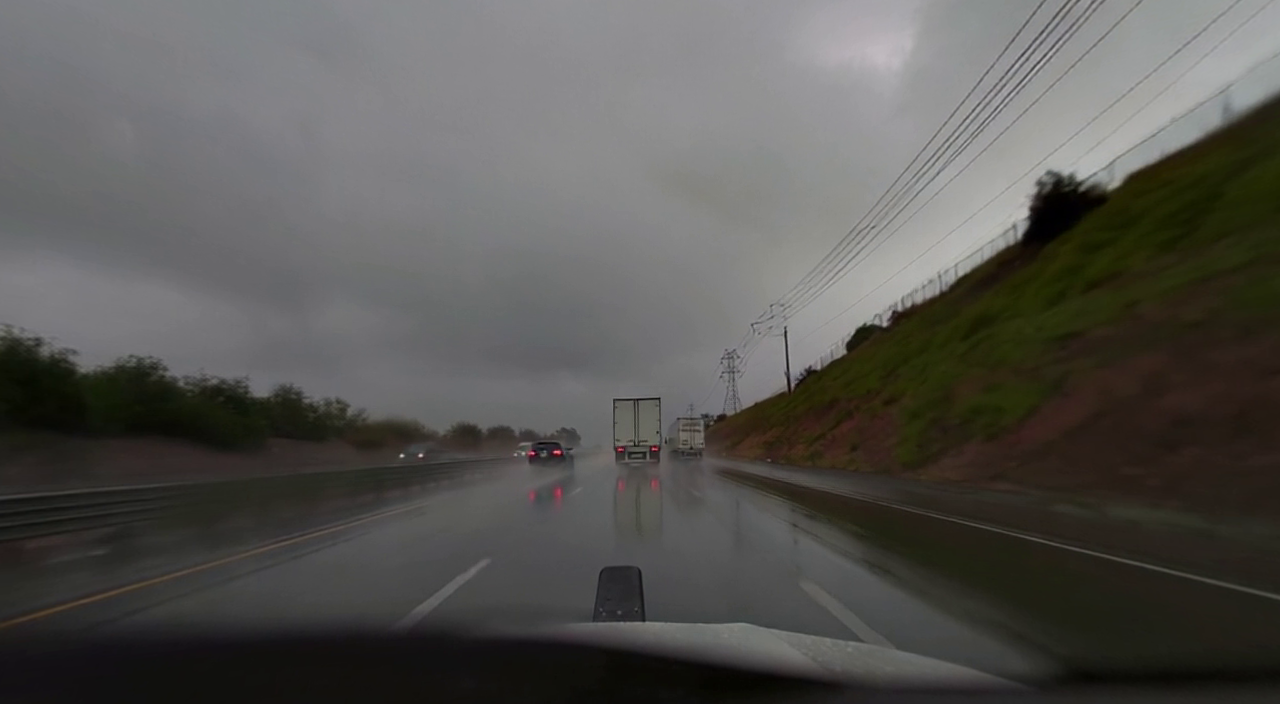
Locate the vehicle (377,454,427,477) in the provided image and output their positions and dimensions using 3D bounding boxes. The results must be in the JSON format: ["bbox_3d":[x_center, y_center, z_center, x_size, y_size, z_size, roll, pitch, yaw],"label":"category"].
[{"bbox_3d":[-17.285,8.239,46.067,1.870,1.513,4.752,0,-9,-1],"label":"vehicle"}]

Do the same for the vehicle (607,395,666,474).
[{"bbox_3d":[-0.133,5.042,37.626,2.985,4.025,10.982,0,-9,1],"label":"vehicle"}]

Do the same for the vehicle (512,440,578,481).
[{"bbox_3d":[-4.127,4.812,28.224,2.170,1.657,4.573,0,-9,1],"label":"vehicle"}]
